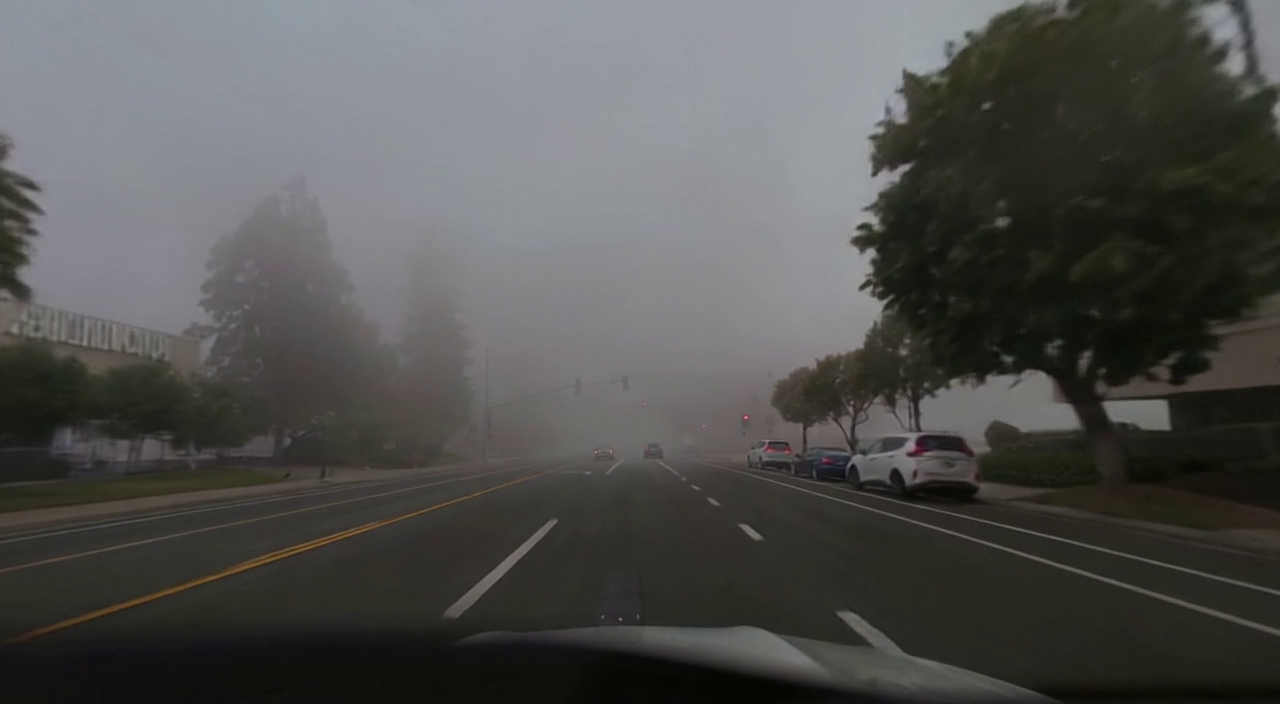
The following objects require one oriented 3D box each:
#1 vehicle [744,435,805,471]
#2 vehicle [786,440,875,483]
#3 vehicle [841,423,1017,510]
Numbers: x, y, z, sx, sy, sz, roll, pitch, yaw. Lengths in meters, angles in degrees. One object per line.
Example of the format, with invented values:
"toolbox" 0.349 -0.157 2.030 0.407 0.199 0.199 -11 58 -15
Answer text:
"vehicle" 7.210 5.481 34.408 2.132 1.793 5.003 0 -8 -1
"vehicle" 7.138 4.143 24.236 1.922 1.473 4.738 0 -8 0
"vehicle" 7.155 2.894 16.398 2.088 1.848 4.936 0 -9 -2
